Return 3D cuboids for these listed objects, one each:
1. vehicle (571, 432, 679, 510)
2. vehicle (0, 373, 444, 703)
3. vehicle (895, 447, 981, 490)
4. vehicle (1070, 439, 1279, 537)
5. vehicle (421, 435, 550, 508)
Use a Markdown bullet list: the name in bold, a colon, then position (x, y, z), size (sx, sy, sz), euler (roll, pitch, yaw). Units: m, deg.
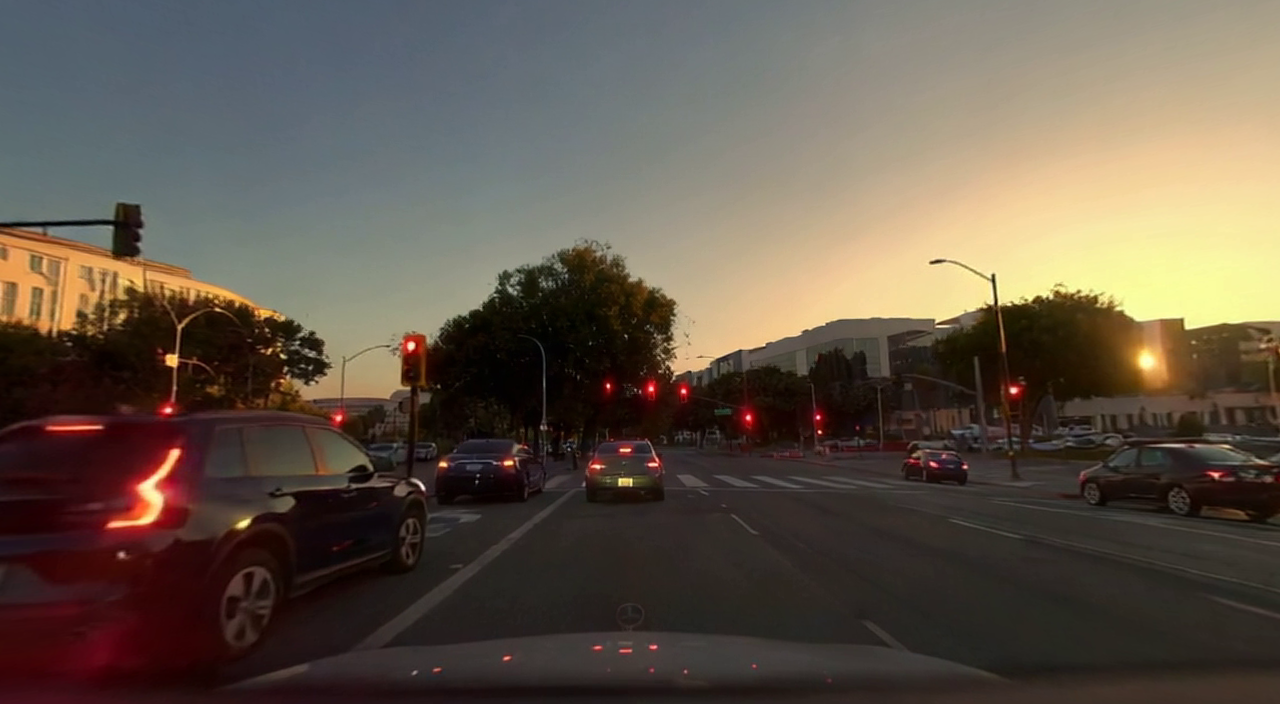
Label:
- **vehicle**: position (-0.310, 2.582, 14.122), size (2.059, 1.477, 3.988), euler (0, -8, -1)
- **vehicle**: position (-3.446, 1.277, 5.404), size (2.057, 1.678, 4.639), euler (0, -8, 0)
- **vehicle**: position (11.971, 4.649, 25.624), size (1.935, 1.435, 4.141), euler (3, -8, 7)
- **vehicle**: position (10.591, 2.408, 11.887), size (1.936, 1.474, 4.331), euler (0, -8, 1)
- **vehicle**: position (-3.473, 2.766, 15.082), size (1.939, 1.474, 4.327), euler (0, -8, 1)
